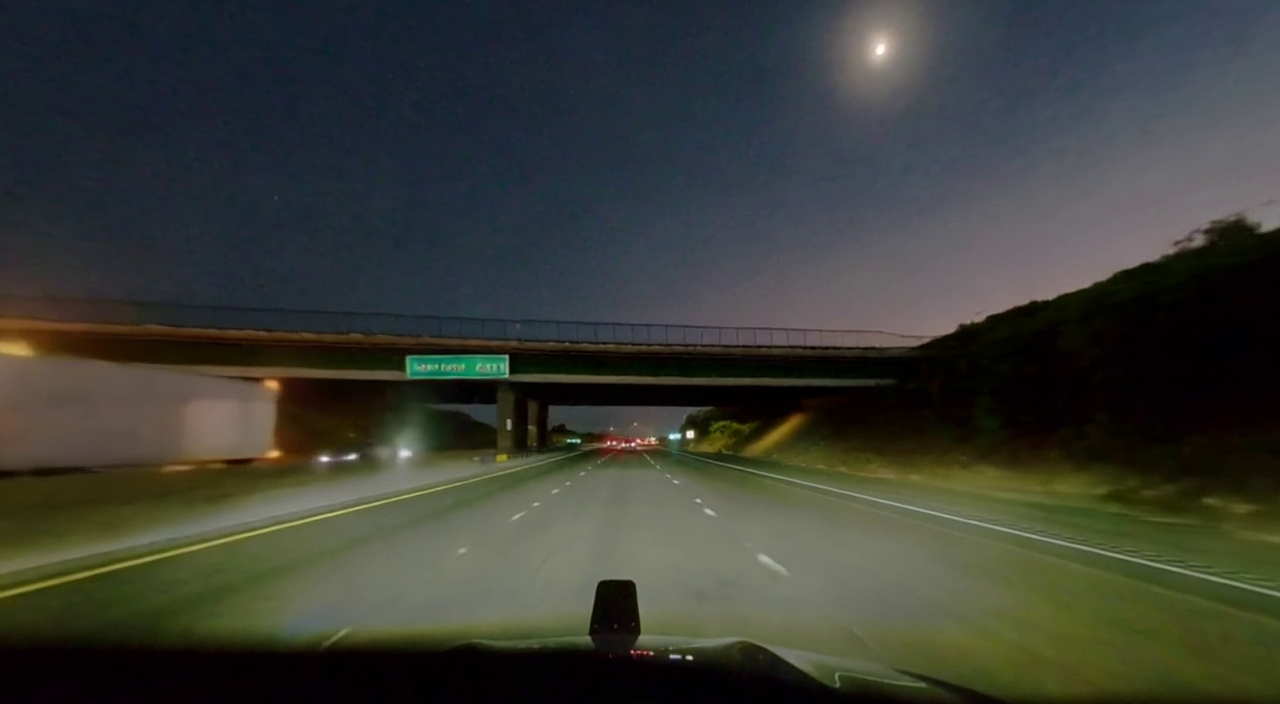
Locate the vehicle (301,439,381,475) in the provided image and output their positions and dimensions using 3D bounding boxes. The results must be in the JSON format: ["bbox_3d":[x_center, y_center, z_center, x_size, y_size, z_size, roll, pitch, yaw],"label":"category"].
[{"bbox_3d":[-12.881,4.511,27.409,1.765,1.408,3.539,0,-8,-1],"label":"vehicle"}]

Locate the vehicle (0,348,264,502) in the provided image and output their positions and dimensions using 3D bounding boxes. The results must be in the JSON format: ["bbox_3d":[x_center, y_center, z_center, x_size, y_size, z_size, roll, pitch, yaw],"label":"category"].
[{"bbox_3d":[-16.508,2.159,18.082,2.982,3.570,14.255,0,-8,-1],"label":"vehicle"}]
